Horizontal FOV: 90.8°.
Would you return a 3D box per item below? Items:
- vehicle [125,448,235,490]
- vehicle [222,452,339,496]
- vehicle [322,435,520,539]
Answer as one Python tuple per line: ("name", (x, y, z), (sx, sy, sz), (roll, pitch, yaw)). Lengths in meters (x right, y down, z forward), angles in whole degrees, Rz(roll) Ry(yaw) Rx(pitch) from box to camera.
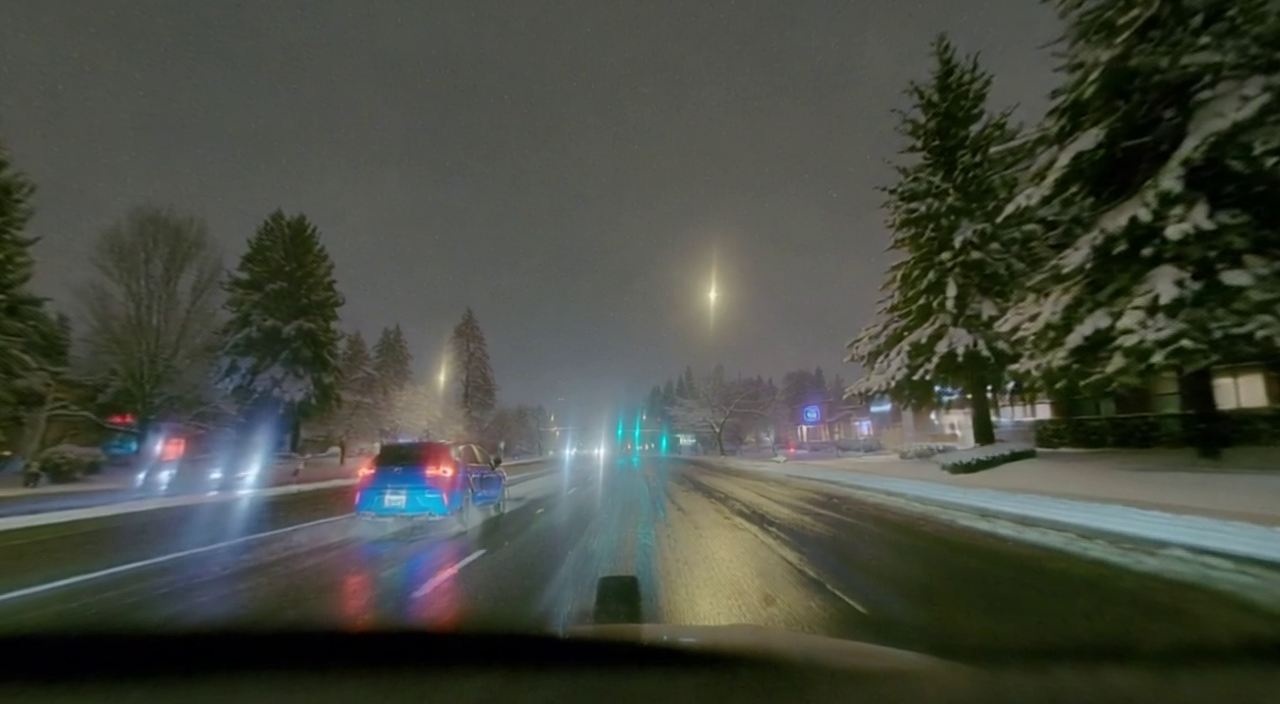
("vehicle", (-22.893, 5.820, 31.736), (1.986, 1.897, 4.636), (0, -8, 0))
("vehicle", (-12.698, 4.292, 22.637), (1.855, 1.373, 3.917), (0, -8, 0))
("vehicle", (-3.547, 2.250, 11.212), (2.005, 1.477, 4.169), (0, -8, 0))
